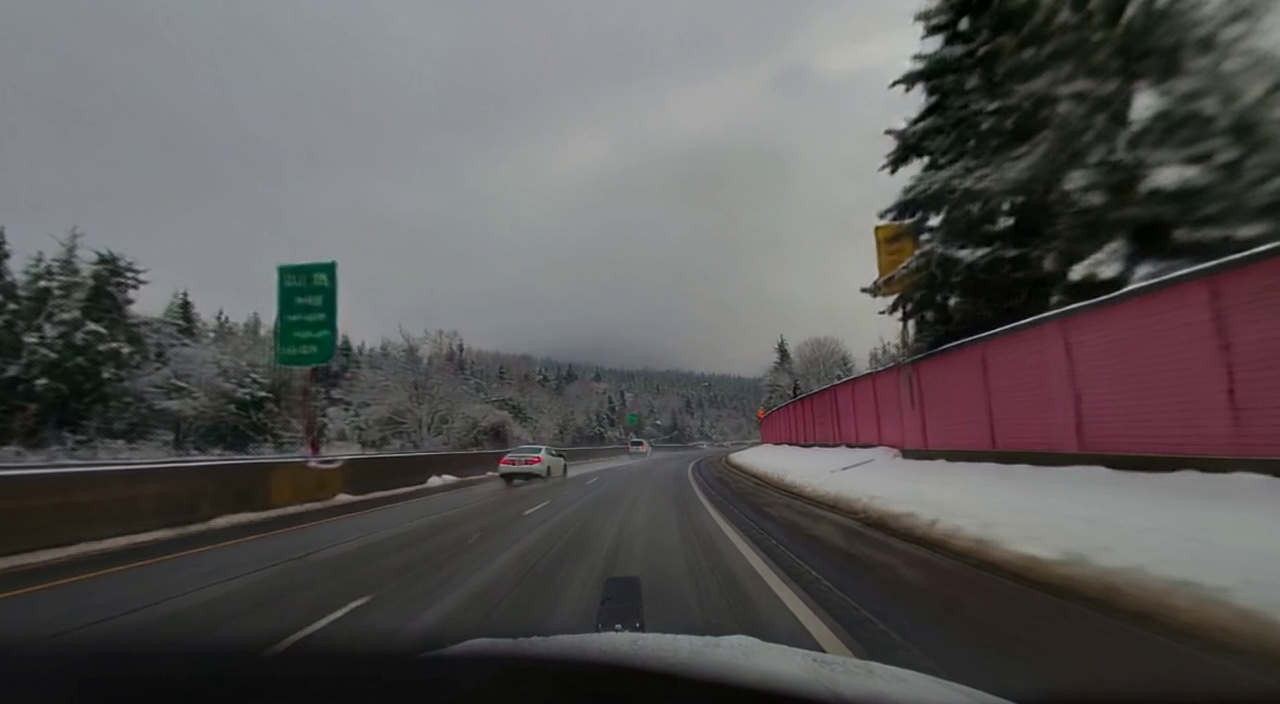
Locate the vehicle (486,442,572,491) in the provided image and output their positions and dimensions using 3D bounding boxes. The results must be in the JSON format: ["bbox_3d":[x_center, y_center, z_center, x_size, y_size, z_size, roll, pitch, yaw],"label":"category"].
[{"bbox_3d":[-3.480,3.675,20.577,1.746,1.405,4.339,-1,-9,4],"label":"vehicle"}]
